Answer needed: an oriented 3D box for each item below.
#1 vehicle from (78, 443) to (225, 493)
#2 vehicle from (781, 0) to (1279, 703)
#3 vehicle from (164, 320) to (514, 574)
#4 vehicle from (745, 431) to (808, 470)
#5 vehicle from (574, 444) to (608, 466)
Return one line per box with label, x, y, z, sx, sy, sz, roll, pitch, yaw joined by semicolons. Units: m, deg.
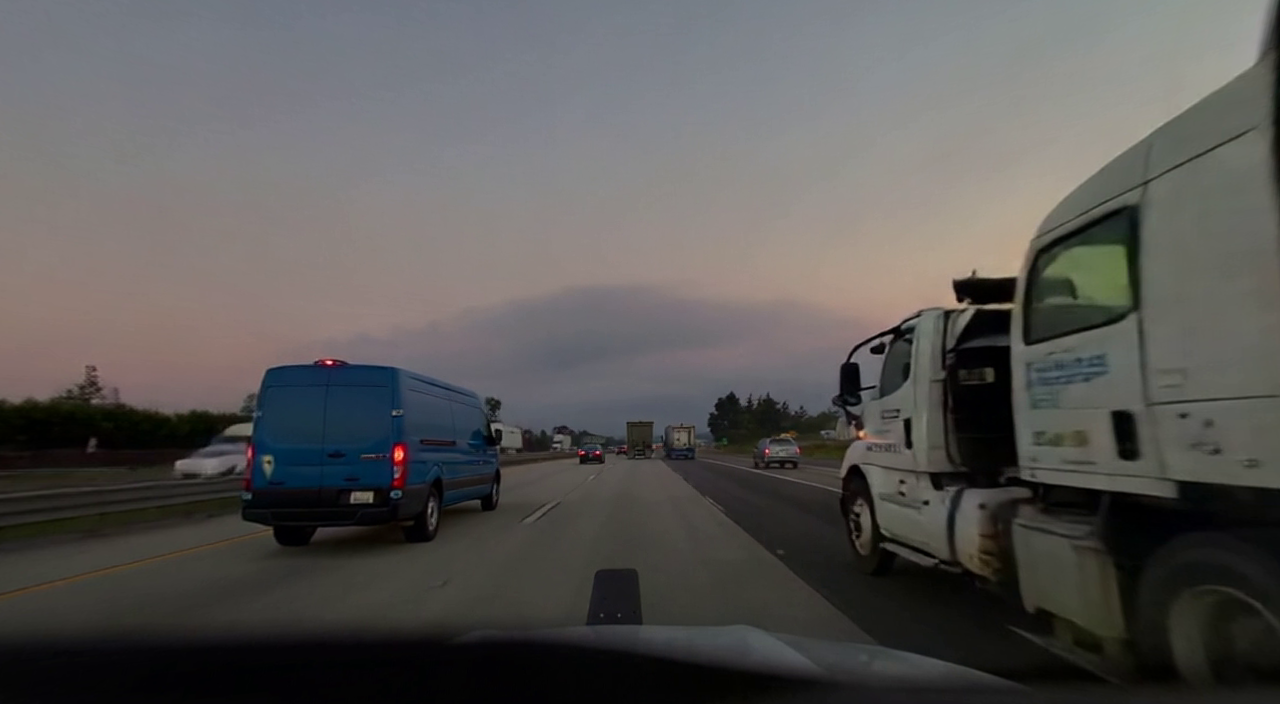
vehicle;-19.961;4.726;26.236;2.081;1.843;4.845;0;-8;2
vehicle;3.647;0.214;5.694;3.011;3.900;6.798;0;-9;-1
vehicle;-4.037;1.538;10.536;2.557;2.855;6.674;0;-9;-1
vehicle;7.317;5.379;34.602;2.216;1.918;5.742;0;-8;0
vehicle;-3.473;7.397;45.419;2.024;1.472;4.014;-1;-8;1
